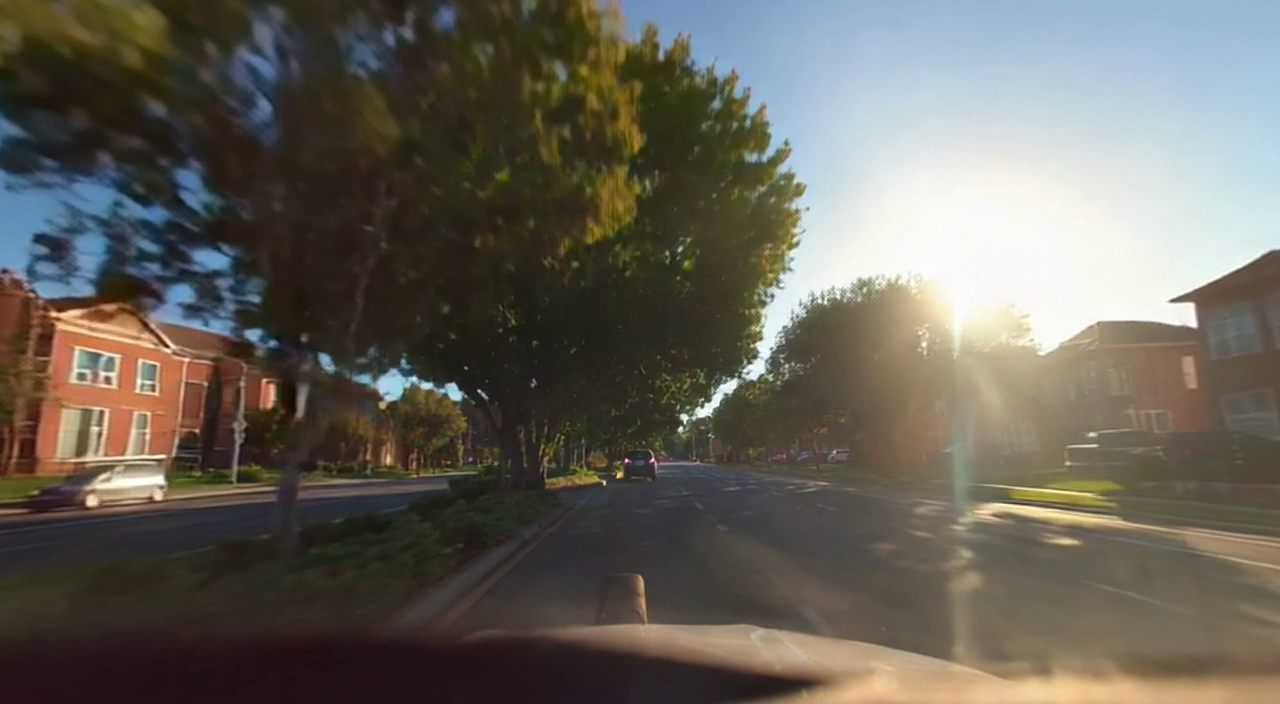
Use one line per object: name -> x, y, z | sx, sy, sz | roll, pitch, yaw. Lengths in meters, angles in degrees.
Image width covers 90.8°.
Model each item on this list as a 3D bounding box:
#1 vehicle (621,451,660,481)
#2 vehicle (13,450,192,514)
vehicle -> 0.066, 6.331, 35.355 | 2.093, 1.591, 4.247 | 0, -9, 1
vehicle -> -18.481, 4.438, 22.125 | 2.048, 1.955, 4.692 | 0, -9, 0
